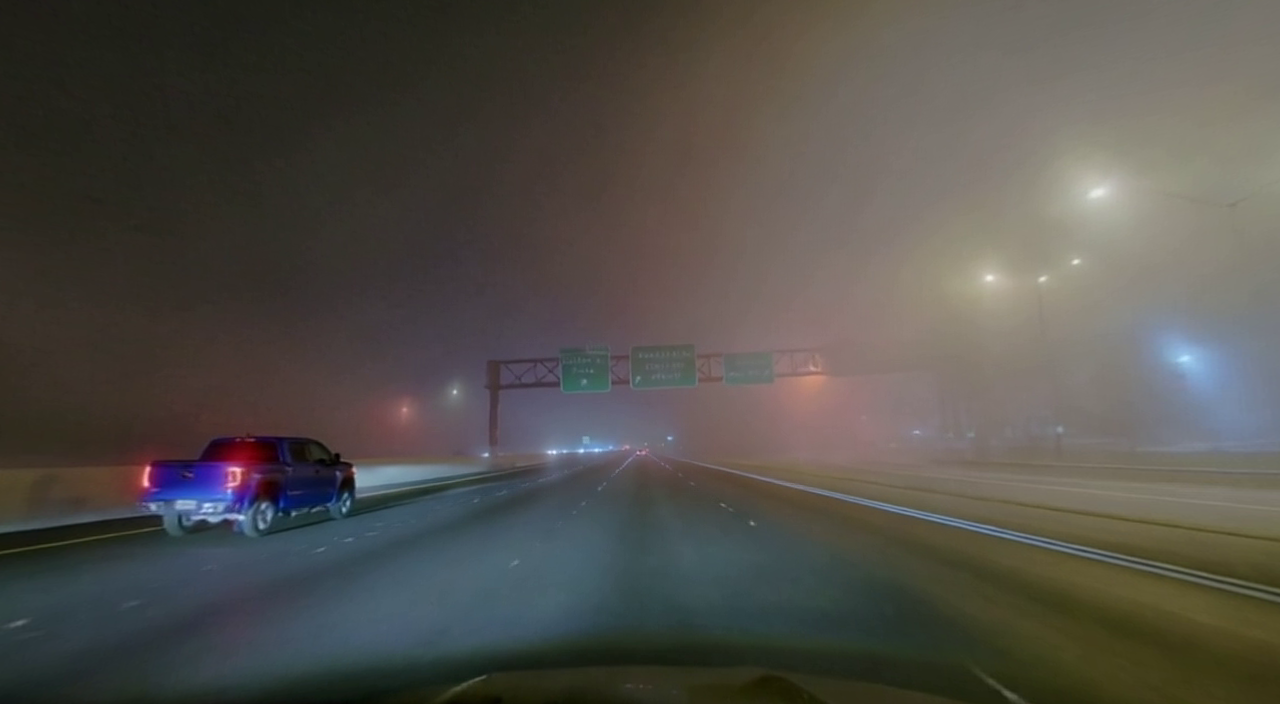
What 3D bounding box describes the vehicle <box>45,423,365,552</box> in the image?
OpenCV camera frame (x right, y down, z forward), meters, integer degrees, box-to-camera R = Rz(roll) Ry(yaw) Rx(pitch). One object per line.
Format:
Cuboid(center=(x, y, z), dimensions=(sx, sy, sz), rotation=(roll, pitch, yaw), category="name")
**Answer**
Cuboid(center=(-6.976, 2.213, 10.993), dimensions=(2.168, 1.729, 4.724), rotation=(0, -9, 0), category="vehicle")
